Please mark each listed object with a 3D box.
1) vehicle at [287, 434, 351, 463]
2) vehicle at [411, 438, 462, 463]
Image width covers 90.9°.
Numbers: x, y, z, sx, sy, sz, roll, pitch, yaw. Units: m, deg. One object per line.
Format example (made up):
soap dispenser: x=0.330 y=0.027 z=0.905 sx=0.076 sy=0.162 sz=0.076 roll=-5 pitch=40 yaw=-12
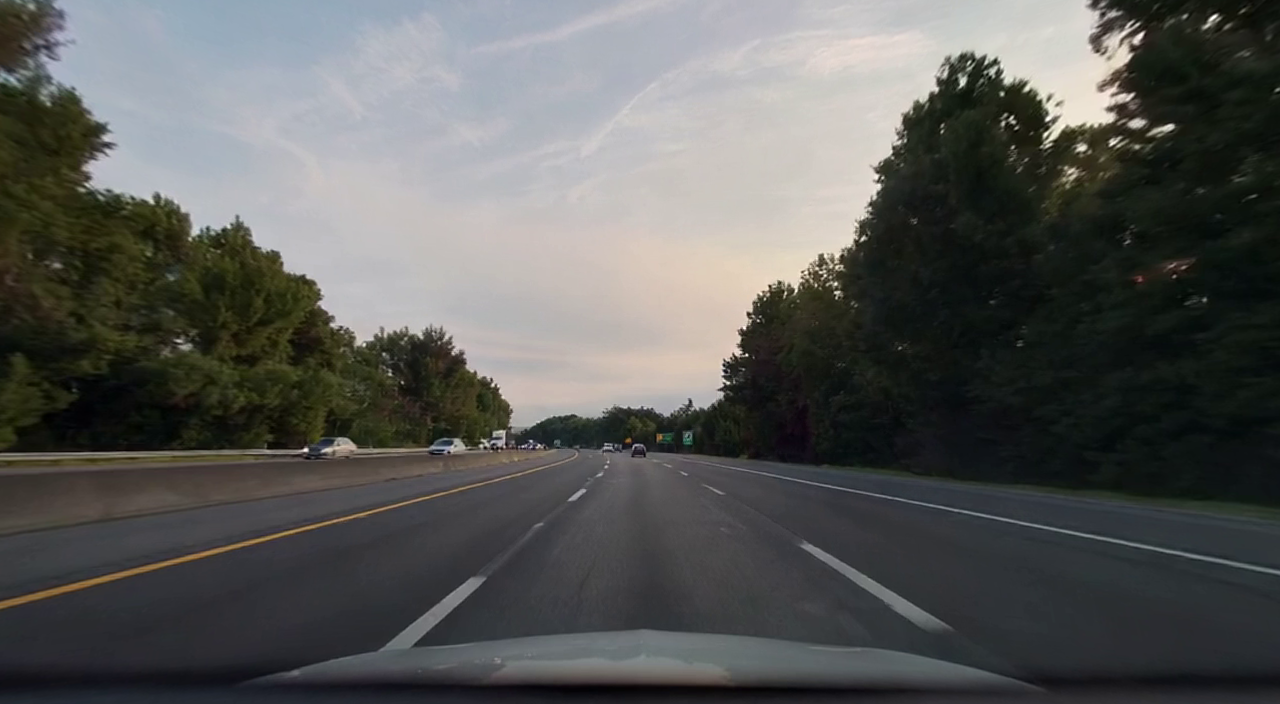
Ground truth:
vehicle: x=-20.743 y=6.271 z=40.962 sx=2.009 sy=1.725 sz=4.195 roll=0 pitch=-9 yaw=-2
vehicle: x=-13.096 y=6.395 z=40.822 sx=1.949 sy=1.501 sz=4.455 roll=0 pitch=-9 yaw=-1
